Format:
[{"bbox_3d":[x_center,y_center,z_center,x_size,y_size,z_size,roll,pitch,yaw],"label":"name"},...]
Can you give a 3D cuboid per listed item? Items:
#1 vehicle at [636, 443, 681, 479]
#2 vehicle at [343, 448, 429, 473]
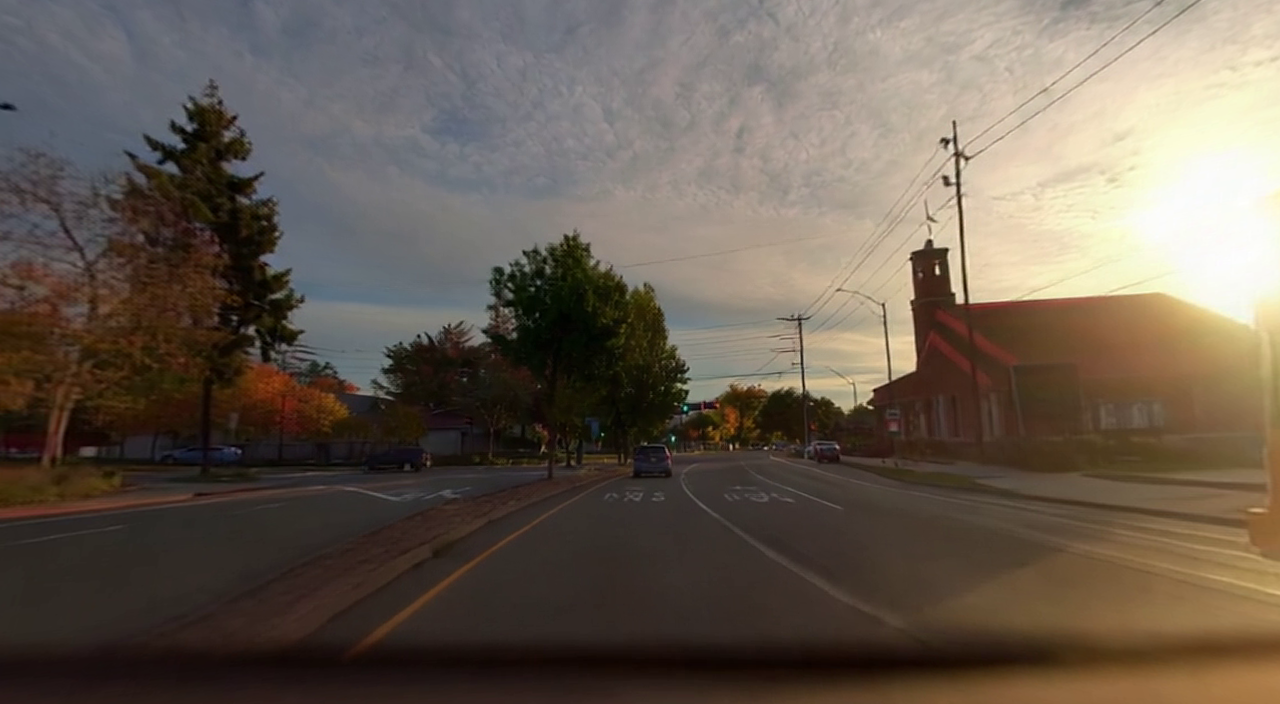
[{"bbox_3d":[0.943,5.247,30.705,2.032,1.621,4.082,0,-9,3],"label":"vehicle"},{"bbox_3d":[-15.784,6.728,39.400,4.430,1.493,2.210,8,-12,-43],"label":"vehicle"}]
